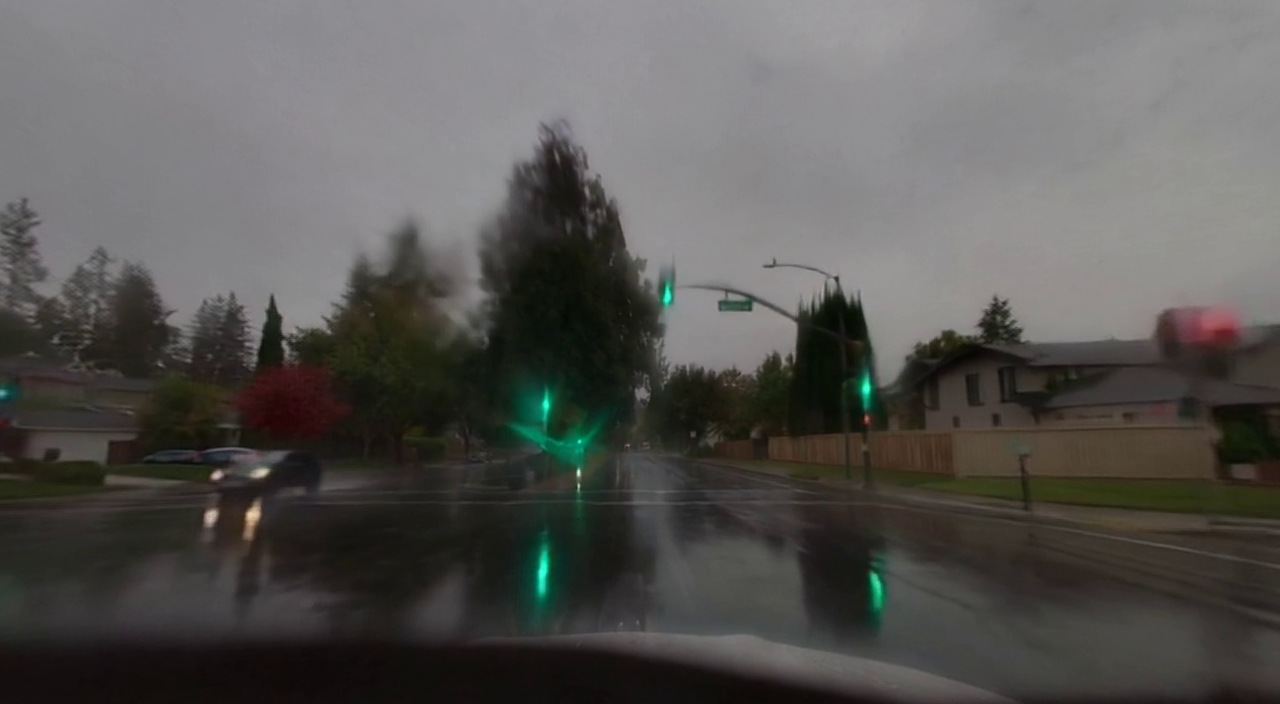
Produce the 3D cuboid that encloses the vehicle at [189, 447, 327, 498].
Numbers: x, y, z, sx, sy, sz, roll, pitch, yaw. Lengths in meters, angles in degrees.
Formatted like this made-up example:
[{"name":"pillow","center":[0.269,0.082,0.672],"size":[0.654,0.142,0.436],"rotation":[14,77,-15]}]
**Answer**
[{"name":"vehicle","center":[-12.550,3.953,21.139],"size":[1.932,1.500,4.260],"rotation":[0,-8,0]}]
